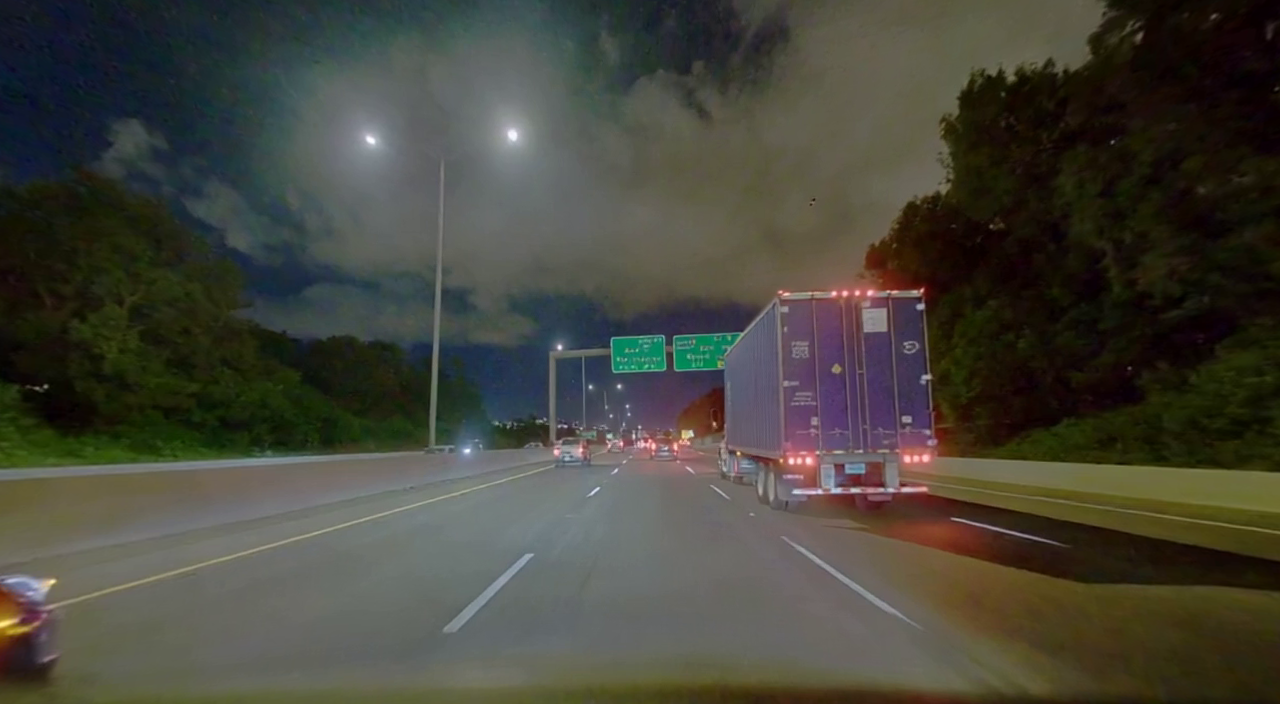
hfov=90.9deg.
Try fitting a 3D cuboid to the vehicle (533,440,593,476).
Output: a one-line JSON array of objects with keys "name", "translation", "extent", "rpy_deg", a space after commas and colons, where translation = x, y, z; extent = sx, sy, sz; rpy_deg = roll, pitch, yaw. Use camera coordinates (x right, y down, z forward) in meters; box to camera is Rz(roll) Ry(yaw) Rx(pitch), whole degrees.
[{"name": "vehicle", "translation": [-3.453, 4.829, 29.038], "extent": [2.099, 1.494, 4.504], "rpy_deg": [-1, -8, 1]}]

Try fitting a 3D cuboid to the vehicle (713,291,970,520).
[{"name": "vehicle", "translation": [4.036, 1.673, 16.348], "extent": [2.985, 3.895, 11.239], "rpy_deg": [-1, -8, 1]}]

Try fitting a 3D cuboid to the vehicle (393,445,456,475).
[{"name": "vehicle", "translation": [-11.800, 5.911, 34.864], "extent": [1.840, 1.477, 4.446], "rpy_deg": [-1, -8, 0]}]

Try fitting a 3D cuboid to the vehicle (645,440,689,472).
[{"name": "vehicle", "translation": [1.382, 5.174, 31.777], "extent": [2.040, 1.461, 4.822], "rpy_deg": [-1, -8, 3]}]
